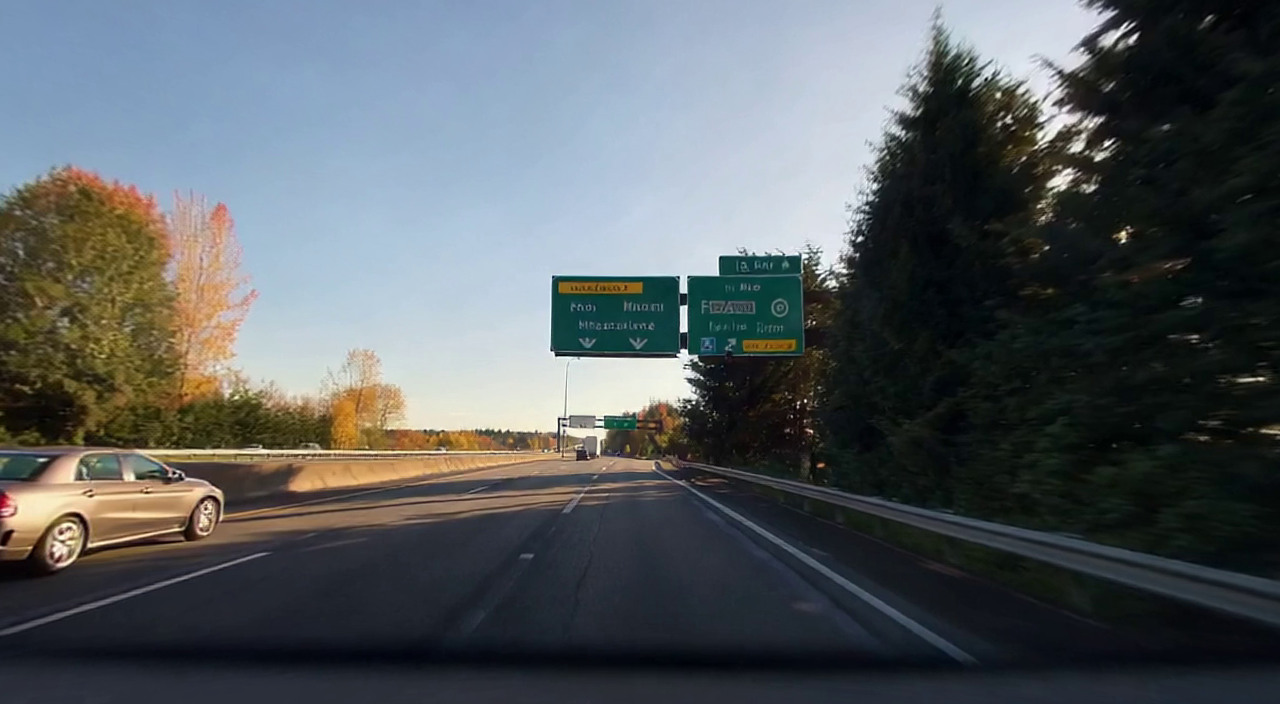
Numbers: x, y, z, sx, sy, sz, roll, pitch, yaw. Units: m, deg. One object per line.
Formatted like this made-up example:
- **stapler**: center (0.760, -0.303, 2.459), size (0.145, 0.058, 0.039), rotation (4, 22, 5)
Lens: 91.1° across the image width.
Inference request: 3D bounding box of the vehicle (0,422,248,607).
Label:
- **vehicle**: center (-6.553, 1.589, 6.595), size (2.034, 1.578, 4.488), rotation (0, -9, -1)
